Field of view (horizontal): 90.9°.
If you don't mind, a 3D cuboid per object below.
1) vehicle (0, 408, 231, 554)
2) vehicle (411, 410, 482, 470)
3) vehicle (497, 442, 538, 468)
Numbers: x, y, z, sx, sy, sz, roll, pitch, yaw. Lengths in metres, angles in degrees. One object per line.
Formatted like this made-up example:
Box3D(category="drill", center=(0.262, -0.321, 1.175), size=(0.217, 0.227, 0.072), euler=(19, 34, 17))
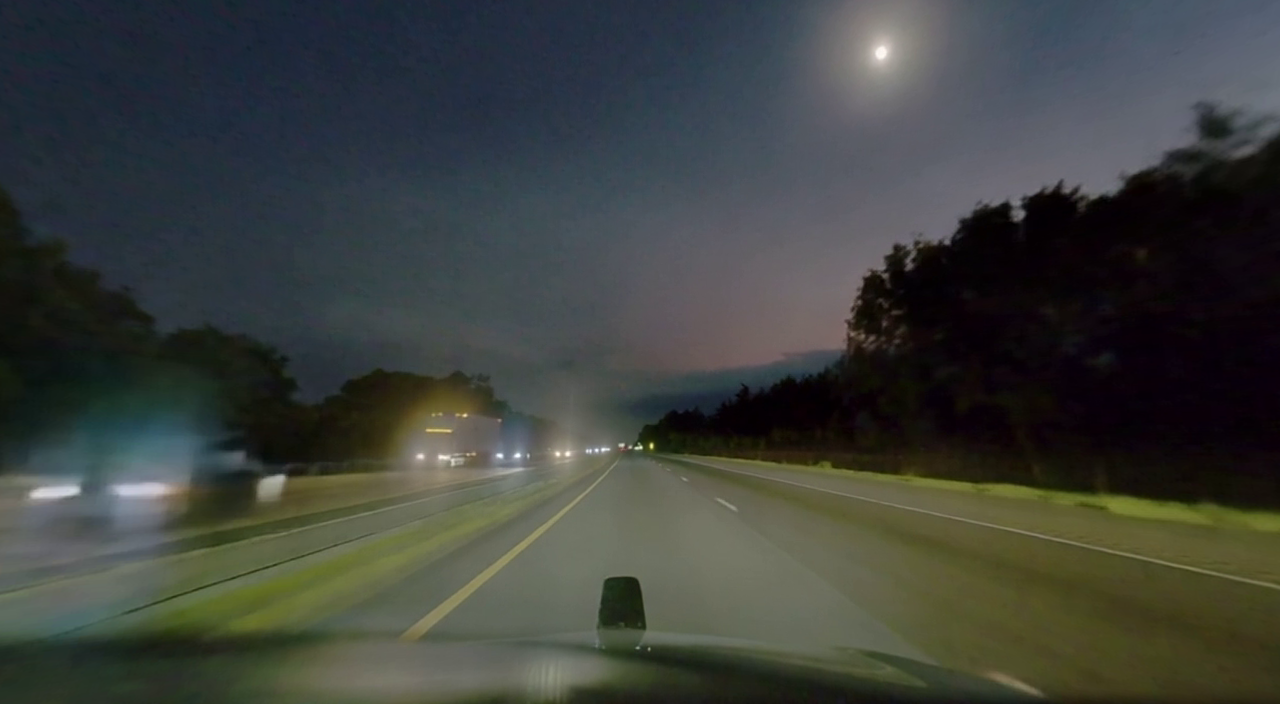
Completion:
Box3D(category="vehicle", center=(-8.782, 1.858, 9.529), size=(2.167, 1.729, 4.445), euler=(0, -9, 0))
Box3D(category="vehicle", center=(-13.047, 6.061, 43.061), size=(3.023, 3.837, 5.876), euler=(0, -9, -1))
Box3D(category="vehicle", center=(-8.620, 7.262, 44.606), size=(2.060, 1.750, 4.253), euler=(0, -9, -1))
